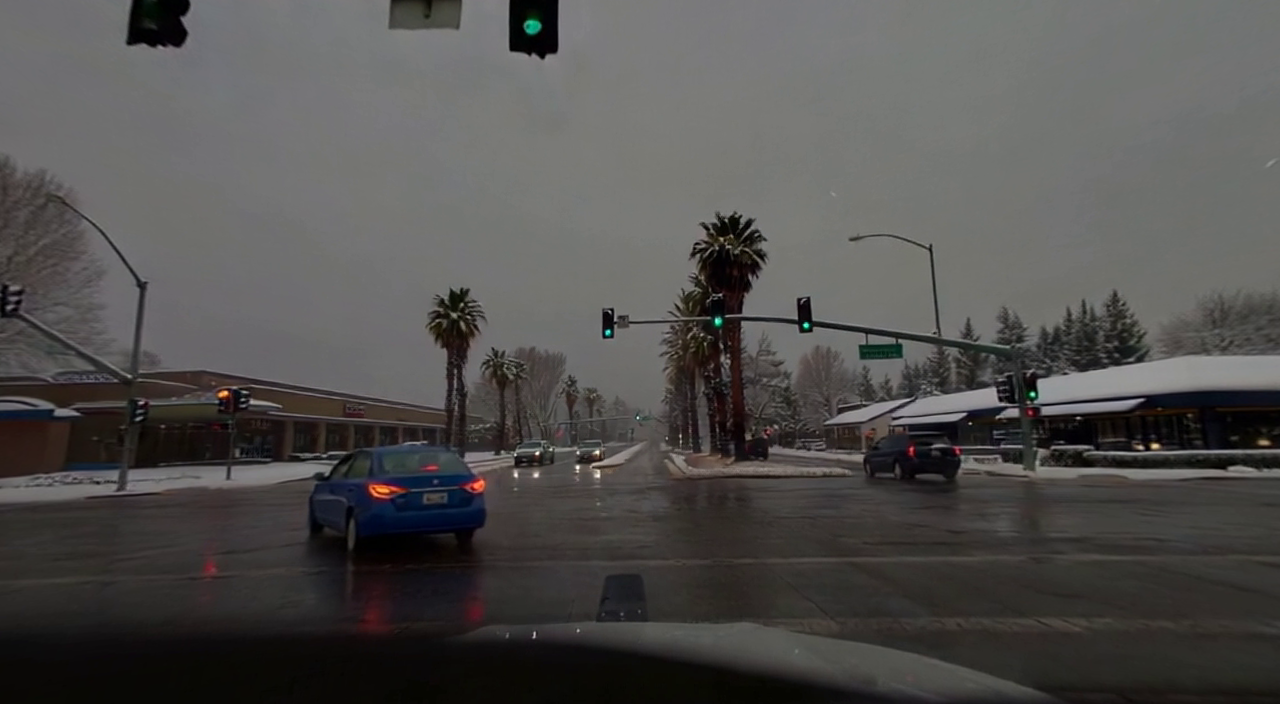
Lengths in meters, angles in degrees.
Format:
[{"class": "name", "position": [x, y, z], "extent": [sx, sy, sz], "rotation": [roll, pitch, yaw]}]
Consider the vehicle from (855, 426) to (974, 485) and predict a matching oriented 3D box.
[{"class": "vehicle", "position": [9.604, 3.676, 22.621], "extent": [2.059, 1.859, 4.690], "rotation": [0, -8, -1]}]

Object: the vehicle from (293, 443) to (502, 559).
[{"class": "vehicle", "position": [-4.173, 2.255, 10.461], "extent": [2.089, 1.471, 4.206], "rotation": [6, -10, -36]}]

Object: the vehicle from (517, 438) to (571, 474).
[{"class": "vehicle", "position": [-4.983, 5.441, 33.305], "extent": [2.187, 1.740, 4.022], "rotation": [0, -8, 0]}]

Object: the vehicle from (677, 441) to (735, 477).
[{"class": "vehicle", "position": [2.842, 4.724, 28.077], "extent": [1.977, 1.449, 4.254], "rotation": [0, -8, -2]}]

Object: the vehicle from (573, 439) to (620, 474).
[{"class": "vehicle", "position": [-2.202, 5.478, 33.326], "extent": [2.041, 1.473, 4.221], "rotation": [-1, -5, 2]}]
